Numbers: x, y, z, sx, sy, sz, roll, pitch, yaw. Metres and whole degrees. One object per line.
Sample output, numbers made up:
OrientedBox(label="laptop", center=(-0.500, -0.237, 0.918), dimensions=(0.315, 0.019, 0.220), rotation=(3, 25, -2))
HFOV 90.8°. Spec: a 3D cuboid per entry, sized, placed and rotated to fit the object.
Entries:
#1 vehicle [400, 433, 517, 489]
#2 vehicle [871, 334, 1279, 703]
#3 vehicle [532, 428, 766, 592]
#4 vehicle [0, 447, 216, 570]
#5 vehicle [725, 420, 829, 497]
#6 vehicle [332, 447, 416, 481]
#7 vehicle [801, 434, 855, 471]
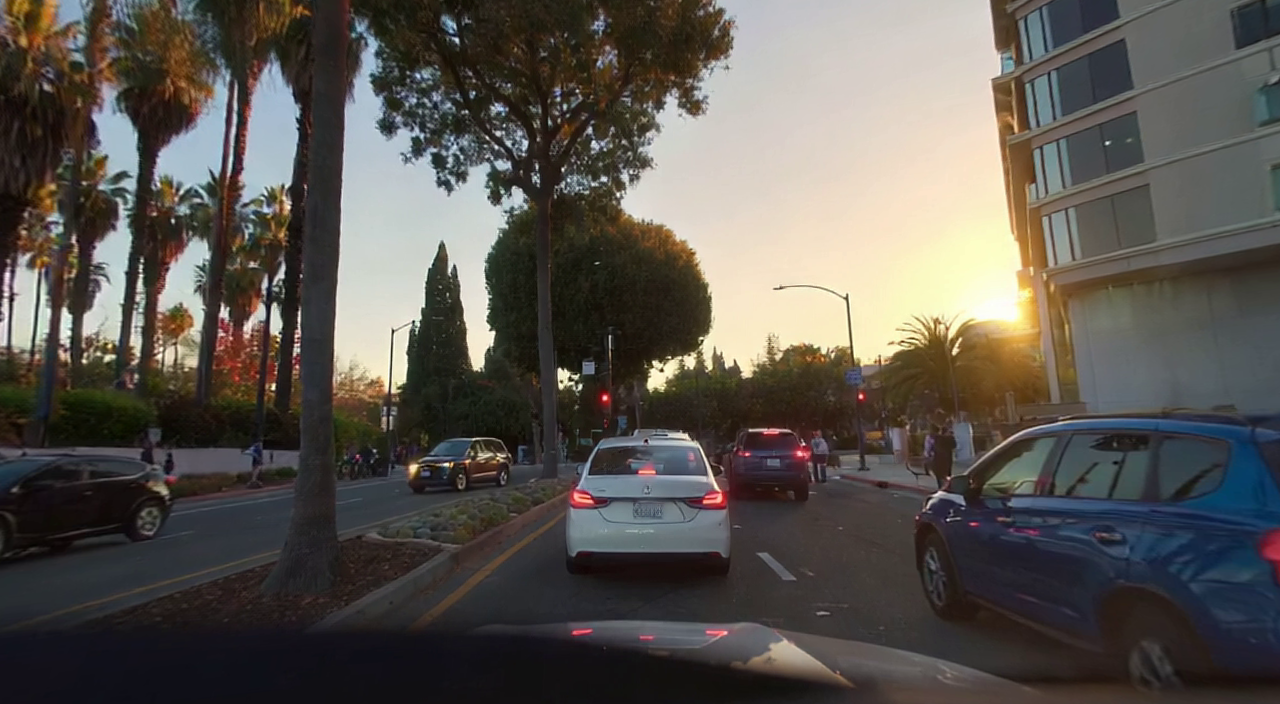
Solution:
OrientedBox(label="vehicle", center=(-6.062, 3.693, 21.749), dimensions=(2.053, 1.693, 4.198), rotation=(-2, -9, 13))
OrientedBox(label="vehicle", center=(3.277, 1.078, 4.037), dimensions=(2.003, 1.733, 4.319), rotation=(0, -8, 1))
OrientedBox(label="vehicle", center=(0.130, 1.715, 7.712), dimensions=(2.088, 1.452, 3.993), rotation=(-1, -8, 2))
OrientedBox(label="vehicle", center=(-8.885, 2.139, 9.081), dimensions=(2.104, 1.492, 4.693), rotation=(-1, -8, 4))
OrientedBox(label="vehicle", center=(3.743, 3.025, 18.262), dimensions=(2.226, 1.897, 4.765), rotation=(-1, -8, 4))
OrientedBox(label="vehicle", center=(-13.198, 5.556, 31.700), dimensions=(1.965, 1.507, 4.725), rotation=(-1, -8, 3))
OrientedBox(label="vehicle", center=(9.620, 5.177, 32.717), dimensions=(2.093, 1.725, 4.638), rotation=(-2, -9, 10))
